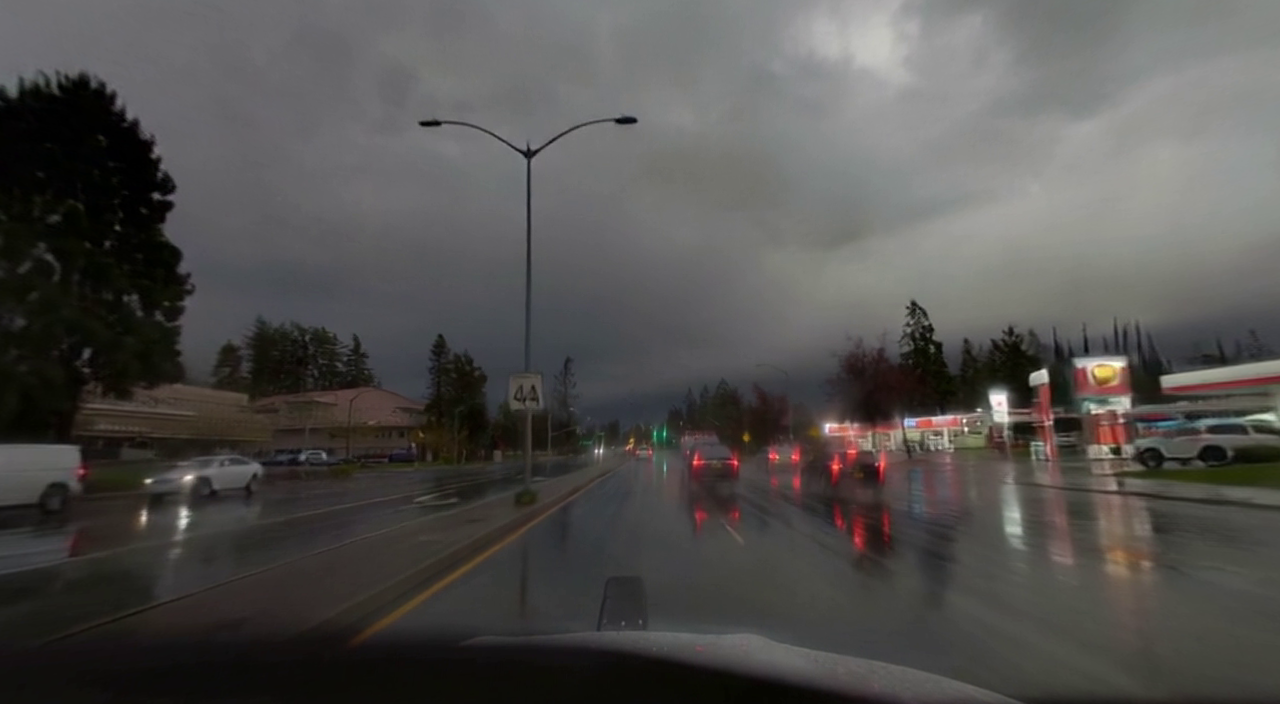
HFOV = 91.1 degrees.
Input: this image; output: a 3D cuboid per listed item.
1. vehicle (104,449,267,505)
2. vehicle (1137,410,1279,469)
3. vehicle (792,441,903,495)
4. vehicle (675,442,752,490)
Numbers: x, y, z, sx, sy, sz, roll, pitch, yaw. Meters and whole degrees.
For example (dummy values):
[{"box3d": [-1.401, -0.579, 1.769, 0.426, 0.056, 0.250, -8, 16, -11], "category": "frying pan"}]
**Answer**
[{"box3d": [-15.761, 4.306, 22.197, 2.006, 1.714, 4.829, 0, -9, 2], "category": "vehicle"}, {"box3d": [23.805, 3.562, 25.496, 2.152, 2.069, 6.067, -1, -8, -1], "category": "vehicle"}, {"box3d": [6.335, 3.562, 19.764, 1.918, 1.484, 4.456, 0, -8, -1], "category": "vehicle"}, {"box3d": [2.399, 3.870, 21.688, 1.971, 1.479, 4.493, 0, -9, -2], "category": "vehicle"}]
